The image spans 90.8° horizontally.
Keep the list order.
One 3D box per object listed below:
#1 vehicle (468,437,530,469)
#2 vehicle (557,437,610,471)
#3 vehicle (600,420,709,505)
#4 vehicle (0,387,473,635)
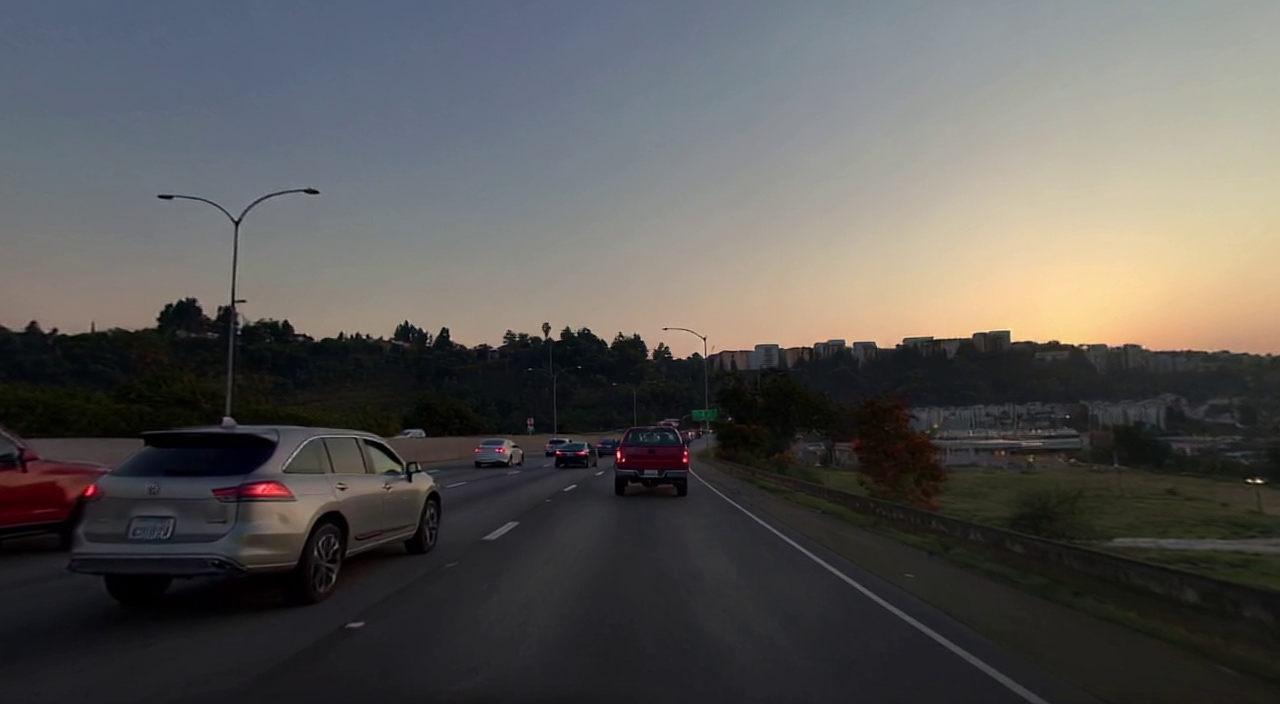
[{"bbox_3d":[-6.926,5.034,31.493,1.856,1.459,4.251,-1,-9,4],"label":"vehicle"},{"bbox_3d":[-2.572,4.769,29.725,1.868,1.470,4.105,-1,-9,4],"label":"vehicle"},{"bbox_3d":[0.374,2.612,15.246,2.235,1.716,4.435,-1,-9,2],"label":"vehicle"},{"bbox_3d":[-3.486,1.419,6.605,2.076,1.688,4.334,-1,-9,3],"label":"vehicle"}]
